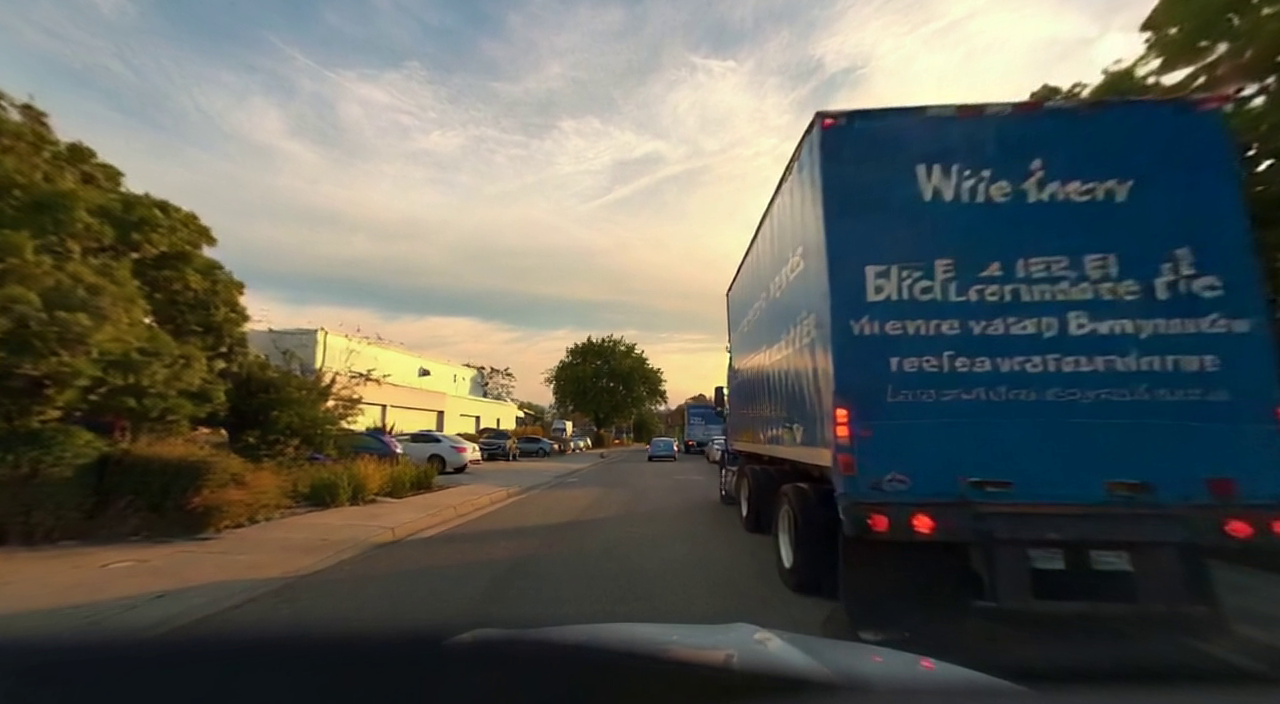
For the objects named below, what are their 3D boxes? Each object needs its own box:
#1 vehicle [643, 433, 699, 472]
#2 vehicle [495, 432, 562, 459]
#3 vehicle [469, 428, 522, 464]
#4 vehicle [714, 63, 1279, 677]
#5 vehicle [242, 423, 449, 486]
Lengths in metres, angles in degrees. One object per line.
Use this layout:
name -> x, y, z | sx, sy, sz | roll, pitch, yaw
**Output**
vehicle -> 1.324, 4.182, 26.432 | 2.160, 1.498, 3.909 | 0, -8, 3
vehicle -> -6.509, 5.522, 37.149 | 3.569, 1.520, 1.797 | 0, -8, 1
vehicle -> -7.528, 4.938, 33.218 | 1.996, 1.719, 4.382 | 2, -8, -3
vehicle -> 3.034, 0.714, 9.033 | 3.019, 3.659, 10.648 | 0, -8, 2
vehicle -> -7.672, 2.691, 16.725 | 4.555, 1.517, 1.858 | 0, -8, 2
